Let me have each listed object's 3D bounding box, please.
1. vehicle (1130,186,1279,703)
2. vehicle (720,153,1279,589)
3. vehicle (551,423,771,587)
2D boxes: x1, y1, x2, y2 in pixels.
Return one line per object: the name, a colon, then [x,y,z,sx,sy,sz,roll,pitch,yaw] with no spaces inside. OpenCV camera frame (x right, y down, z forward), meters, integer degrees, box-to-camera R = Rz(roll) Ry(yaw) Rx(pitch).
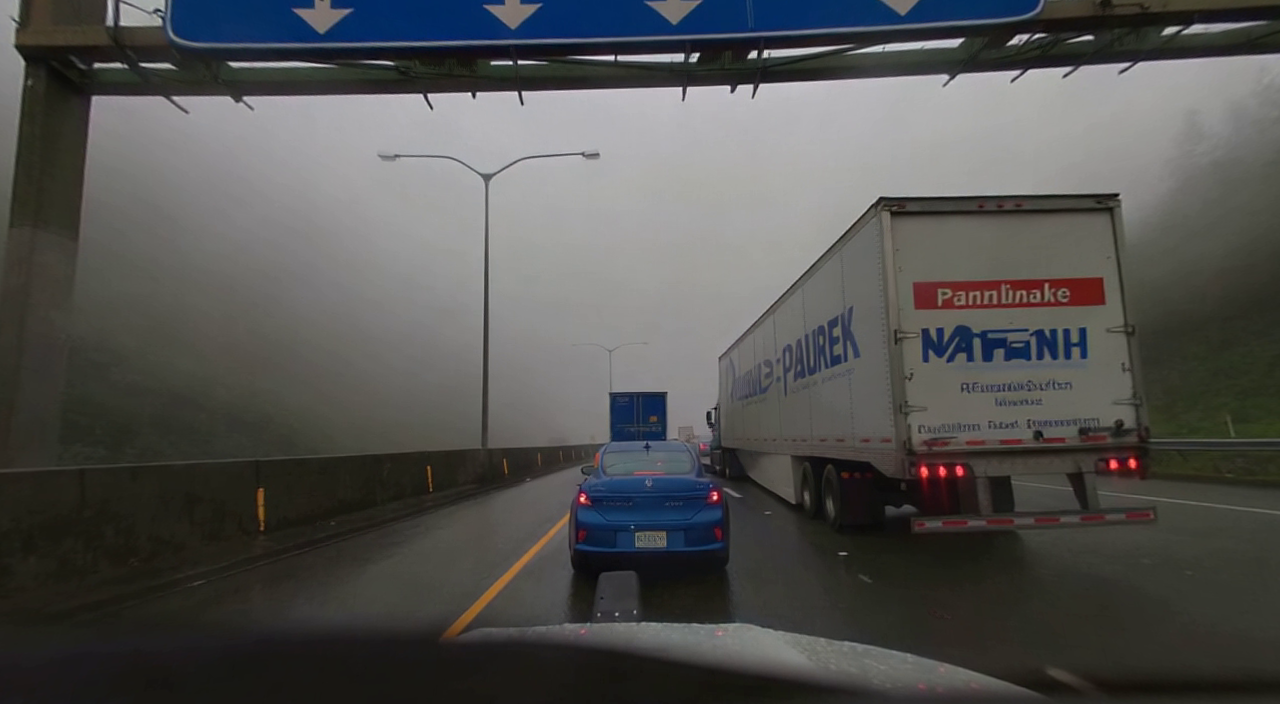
vehicle: [4.729,0.120,0.643,2.892,2.615,6.650,0,-8,-2]
vehicle: [4.193,1.068,12.968,2.827,4.081,14.305,0,-8,-1]
vehicle: [0.181,1.687,7.722,2.045,1.490,3.597,-1,-8,0]
